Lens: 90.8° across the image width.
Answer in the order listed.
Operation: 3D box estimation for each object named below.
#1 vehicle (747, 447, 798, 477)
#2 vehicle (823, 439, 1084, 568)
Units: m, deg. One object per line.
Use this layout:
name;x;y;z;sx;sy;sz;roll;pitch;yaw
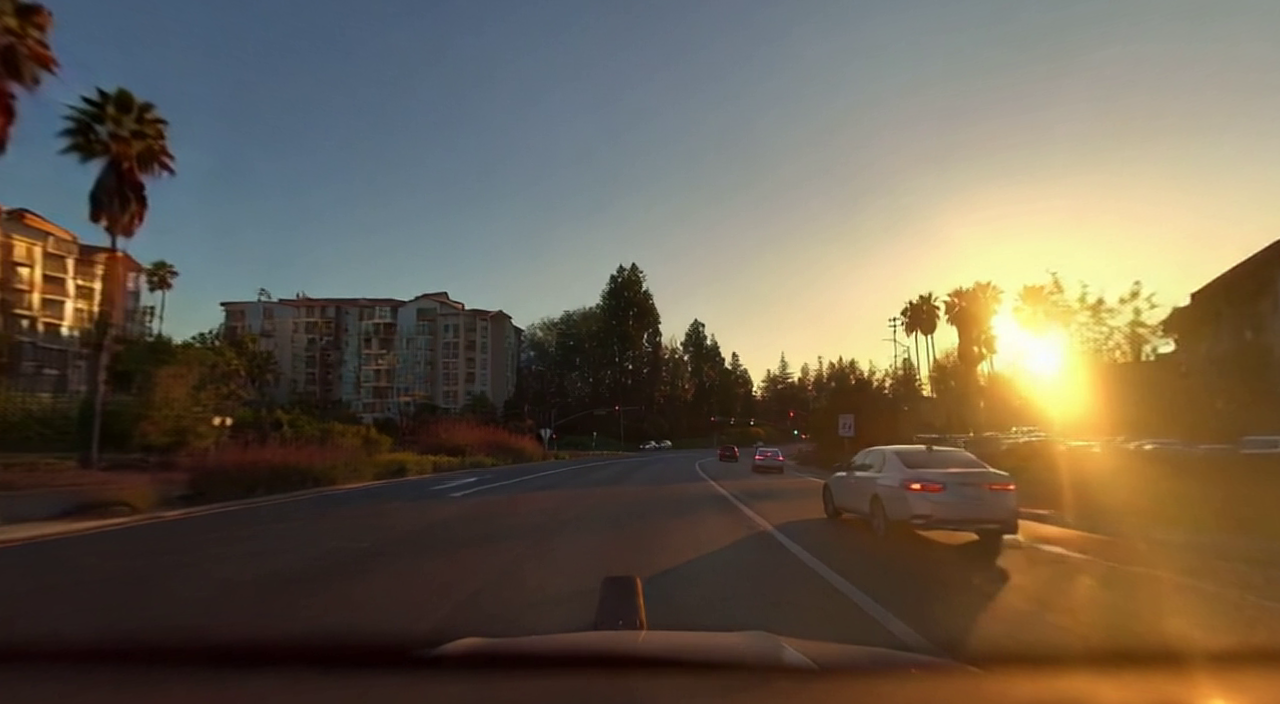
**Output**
vehicle;7.159;5.977;34.632;2.144;1.473;4.638;-1;-9;5
vehicle;4.234;2.067;9.377;1.993;1.483;3.821;0;-9;2
